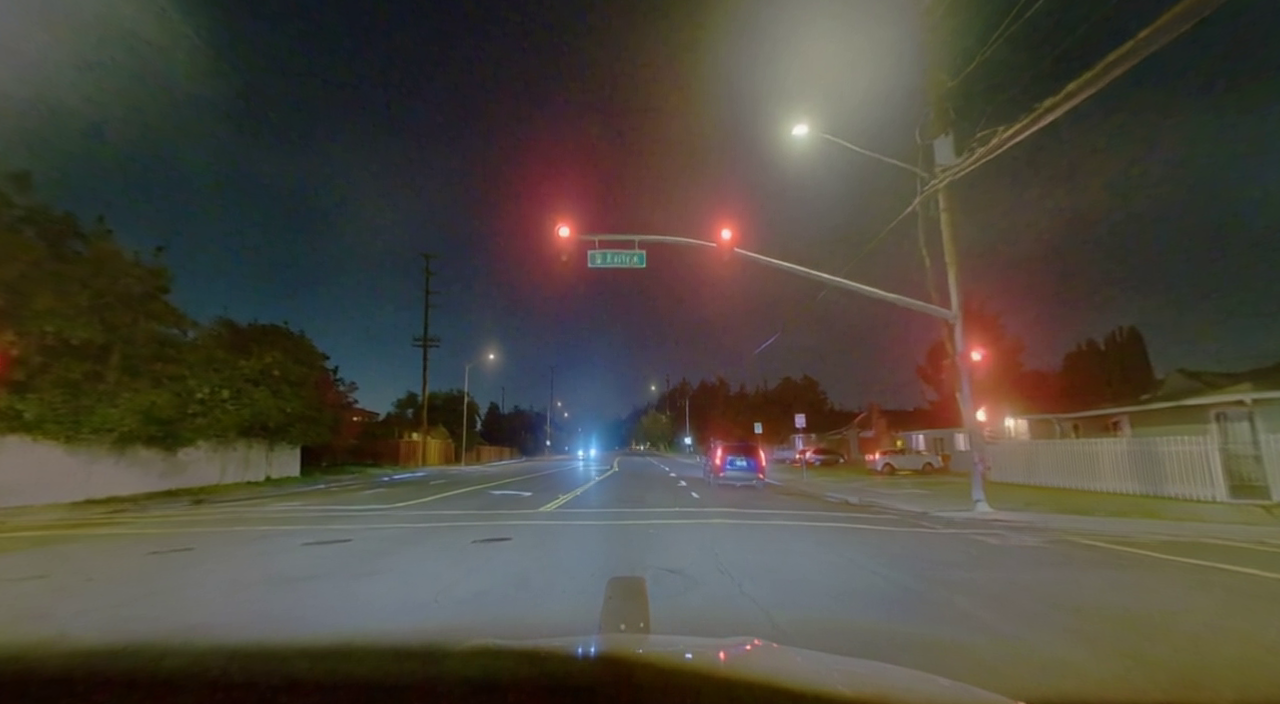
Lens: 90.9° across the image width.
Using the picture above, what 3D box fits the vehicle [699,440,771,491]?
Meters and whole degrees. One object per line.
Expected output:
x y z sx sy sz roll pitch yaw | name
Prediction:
3.705 4.534 25.546 2.144 1.843 4.827 0 -9 -1 | vehicle

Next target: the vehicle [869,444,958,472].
15.456 6.003 35.802 4.135 1.558 1.929 0 -8 2 | vehicle
